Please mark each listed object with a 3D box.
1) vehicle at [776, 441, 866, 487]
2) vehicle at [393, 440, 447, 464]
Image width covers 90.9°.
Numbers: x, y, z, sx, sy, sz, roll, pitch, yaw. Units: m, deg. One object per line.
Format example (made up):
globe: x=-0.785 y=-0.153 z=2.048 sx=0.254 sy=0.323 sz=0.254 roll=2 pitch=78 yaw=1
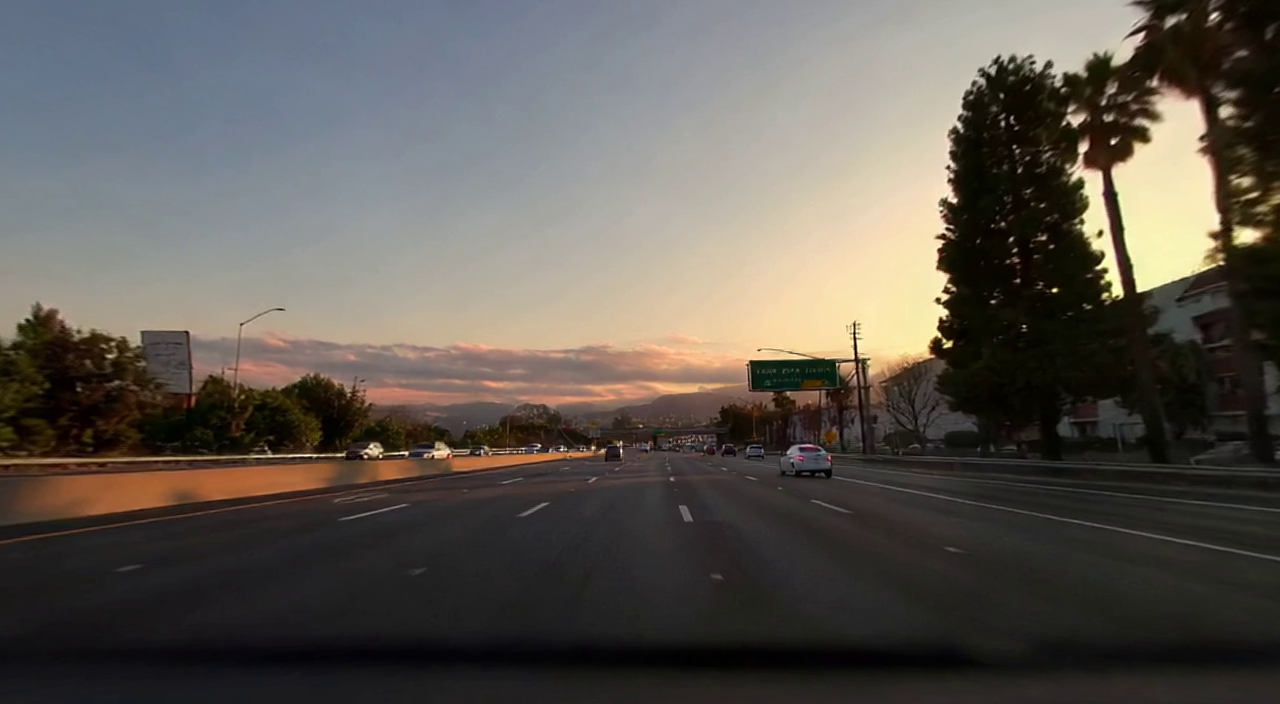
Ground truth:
vehicle: x=6.668 y=4.172 z=23.845 sx=2.071 sy=1.543 sz=4.702 roll=0 pitch=-8 yaw=1
vehicle: x=-15.320 y=6.988 z=44.165 sx=1.926 sy=1.595 sz=4.540 roll=-1 pitch=-8 yaw=3
